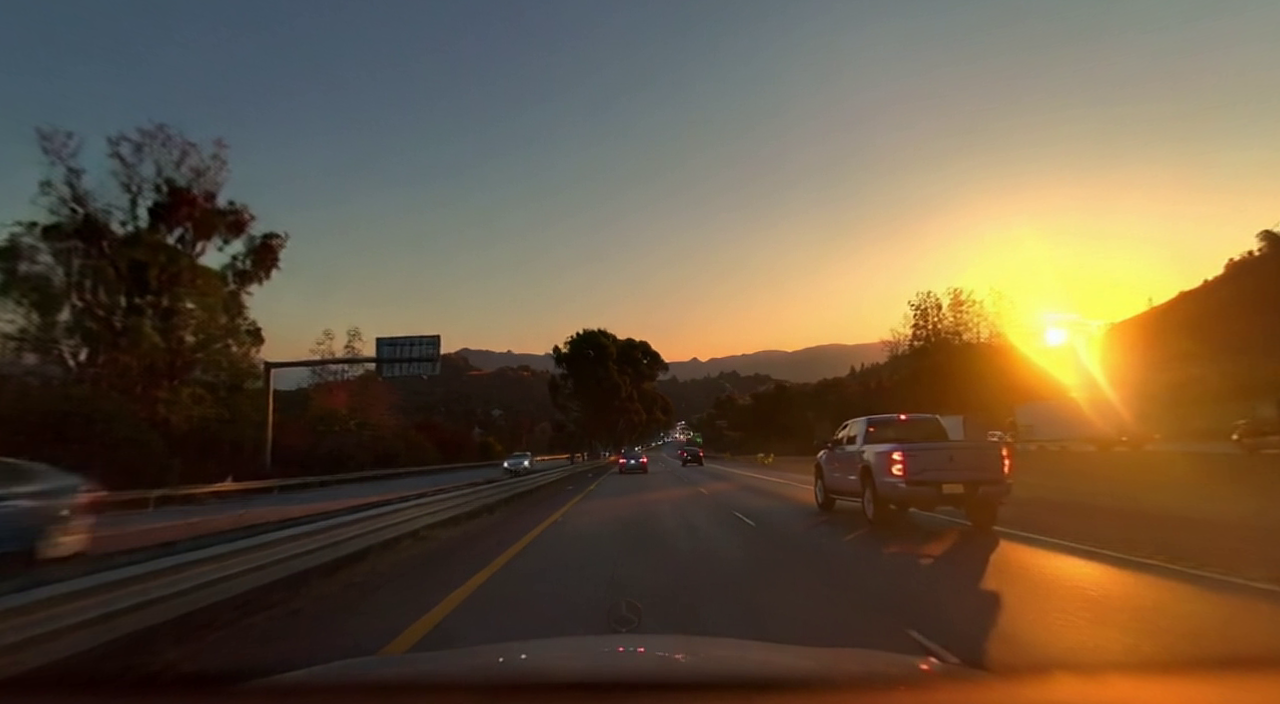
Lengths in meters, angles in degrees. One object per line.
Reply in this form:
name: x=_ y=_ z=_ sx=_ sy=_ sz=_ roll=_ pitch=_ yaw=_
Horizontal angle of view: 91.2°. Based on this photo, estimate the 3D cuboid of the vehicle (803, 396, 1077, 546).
vehicle: x=4.586 y=1.939 z=10.722 sx=2.261 sy=1.952 sz=4.784 roll=0 pitch=-9 yaw=0

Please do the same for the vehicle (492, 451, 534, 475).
vehicle: x=-8.957 y=7.865 z=44.608 sx=1.912 sy=1.532 sz=4.610 roll=-1 pitch=-9 yaw=1

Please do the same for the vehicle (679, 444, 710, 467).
vehicle: x=4.054 y=7.718 z=46.847 sx=1.936 sy=1.589 sz=3.915 roll=0 pitch=-9 yaw=0

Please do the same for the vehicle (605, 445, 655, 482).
vehicle: x=-0.381 y=4.820 z=27.332 sx=2.029 sy=1.483 sz=3.769 roll=0 pitch=-9 yaw=1
